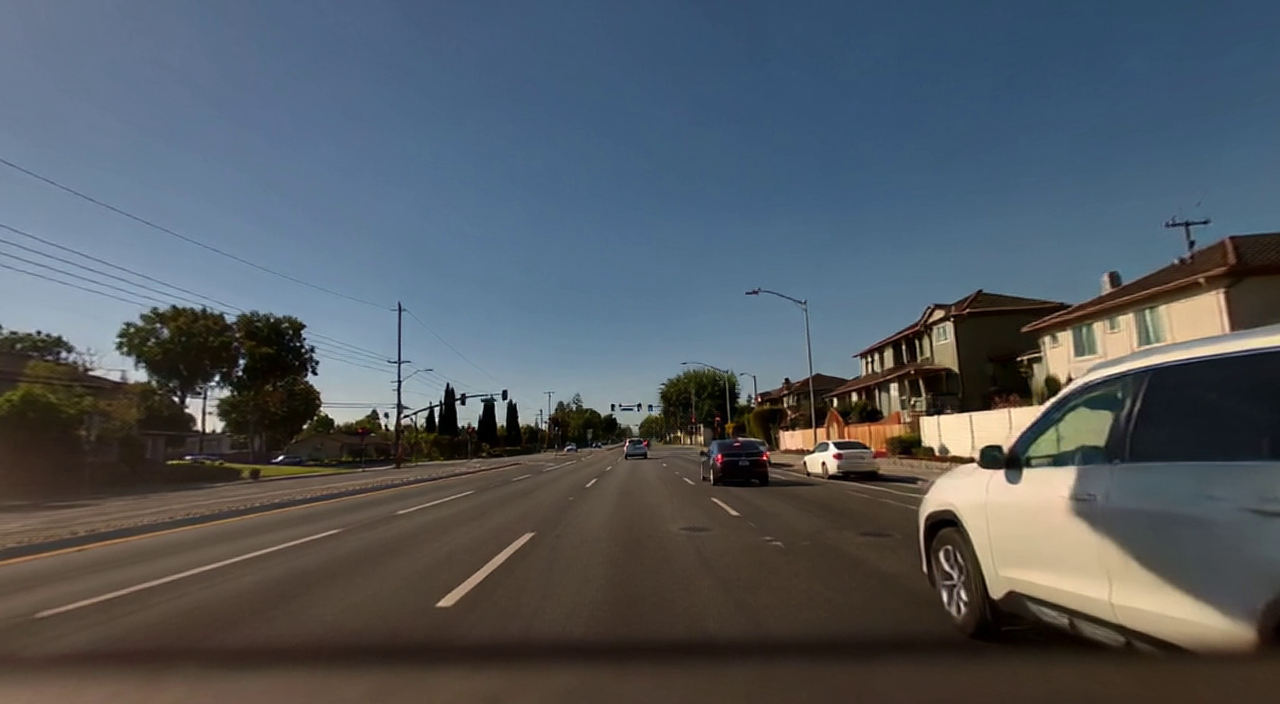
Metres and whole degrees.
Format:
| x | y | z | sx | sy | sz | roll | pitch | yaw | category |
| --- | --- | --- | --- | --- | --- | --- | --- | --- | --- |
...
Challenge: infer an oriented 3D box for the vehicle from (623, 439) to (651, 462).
| x | y | z | sx | sy | sz | roll | pitch | yaw | category |
| --- | --- | --- | --- | --- | --- | --- | --- | --- | --- |
| -0.258 | 7.662 | 49.151 | 2.146 | 1.685 | 4.003 | 0 | -9 | -1 | vehicle |

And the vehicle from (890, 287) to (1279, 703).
| x | y | z | sx | sy | sz | roll | pitch | yaw | category |
| --- | --- | --- | --- | --- | --- | --- | --- | --- | --- |
| 3.097 | 0.788 | 2.694 | 2.129 | 1.761 | 4.610 | 0 | -9 | 0 | vehicle |

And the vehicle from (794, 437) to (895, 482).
| x | y | z | sx | sy | sz | roll | pitch | yaw | category |
| --- | --- | --- | --- | --- | --- | --- | --- | --- | --- |
| 7.201 | 3.842 | 22.746 | 2.010 | 1.421 | 4.586 | 0 | -9 | -2 | vehicle |

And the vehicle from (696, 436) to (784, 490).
| x | y | z | sx | sy | sz | roll | pitch | yaw | category |
| --- | --- | --- | --- | --- | --- | --- | --- | --- | --- |
| 2.883 | 3.313 | 19.073 | 1.889 | 1.451 | 4.180 | 0 | -9 | -1 | vehicle |
